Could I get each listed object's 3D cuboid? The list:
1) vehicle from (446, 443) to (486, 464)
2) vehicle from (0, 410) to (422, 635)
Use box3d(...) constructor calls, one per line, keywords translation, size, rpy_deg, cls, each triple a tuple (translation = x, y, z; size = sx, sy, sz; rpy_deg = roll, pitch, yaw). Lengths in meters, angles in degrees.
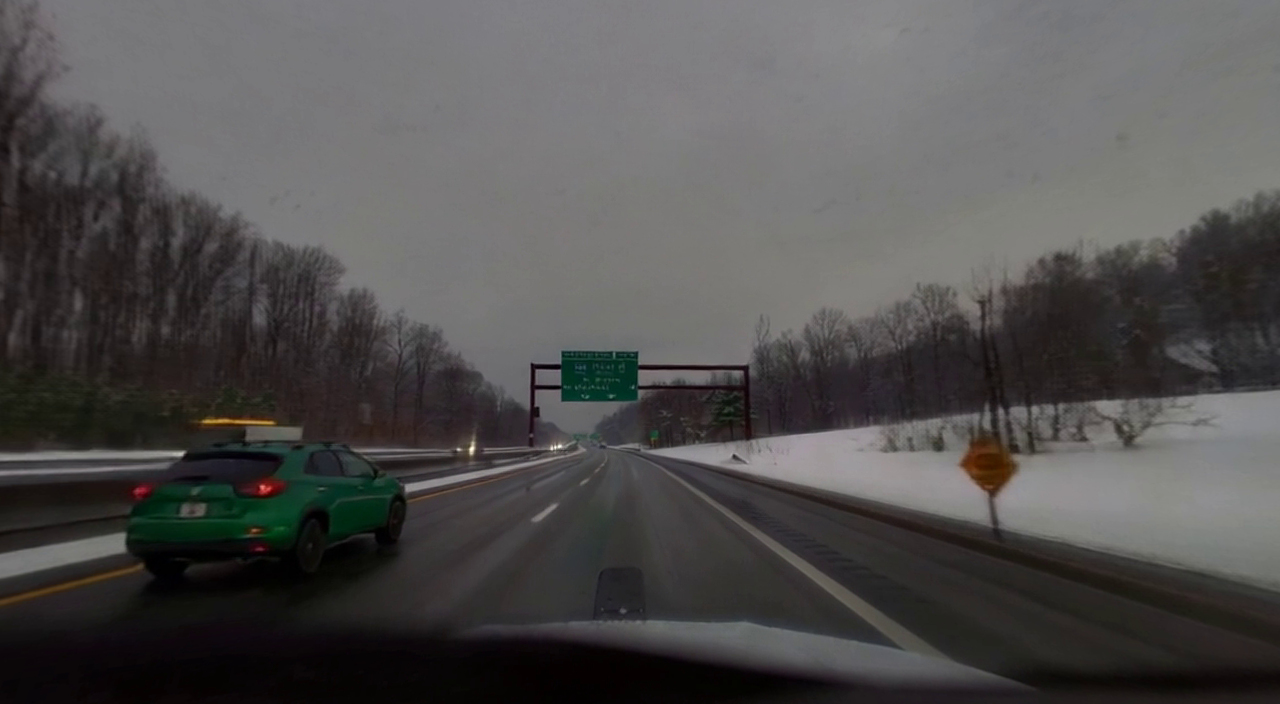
box3d(translation=(-12.679, 7.406, 46.167), size=(1.872, 1.463, 3.978), rpy_deg=(0, -9, -1), cls="vehicle")
box3d(translation=(-3.901, 1.478, 6.352), size=(1.990, 1.532, 3.911), rpy_deg=(0, -9, 0), cls="vehicle")
